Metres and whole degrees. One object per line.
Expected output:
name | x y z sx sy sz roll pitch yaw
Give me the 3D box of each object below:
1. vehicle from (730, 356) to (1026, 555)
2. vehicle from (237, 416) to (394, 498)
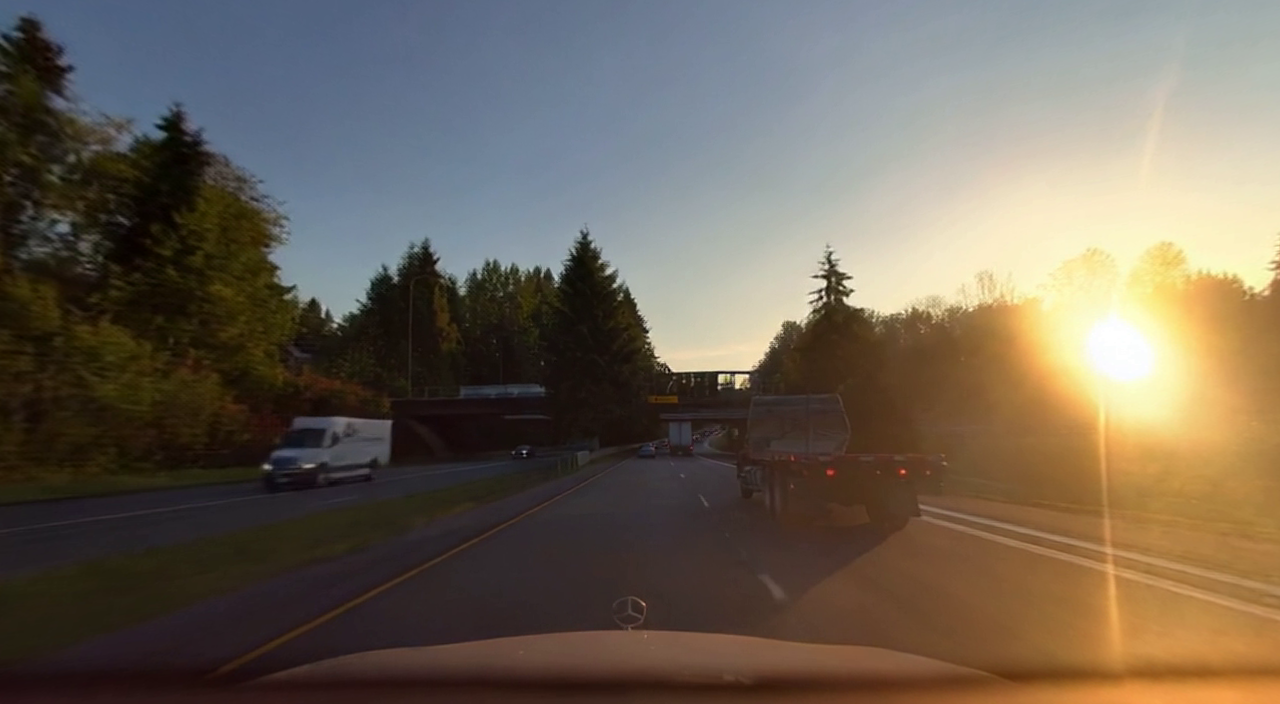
vehicle | 3.367 1.712 10.969 2.677 2.439 6.402 0 -8 0
vehicle | -12.830 4.212 25.730 2.603 2.888 6.881 0 -8 1
